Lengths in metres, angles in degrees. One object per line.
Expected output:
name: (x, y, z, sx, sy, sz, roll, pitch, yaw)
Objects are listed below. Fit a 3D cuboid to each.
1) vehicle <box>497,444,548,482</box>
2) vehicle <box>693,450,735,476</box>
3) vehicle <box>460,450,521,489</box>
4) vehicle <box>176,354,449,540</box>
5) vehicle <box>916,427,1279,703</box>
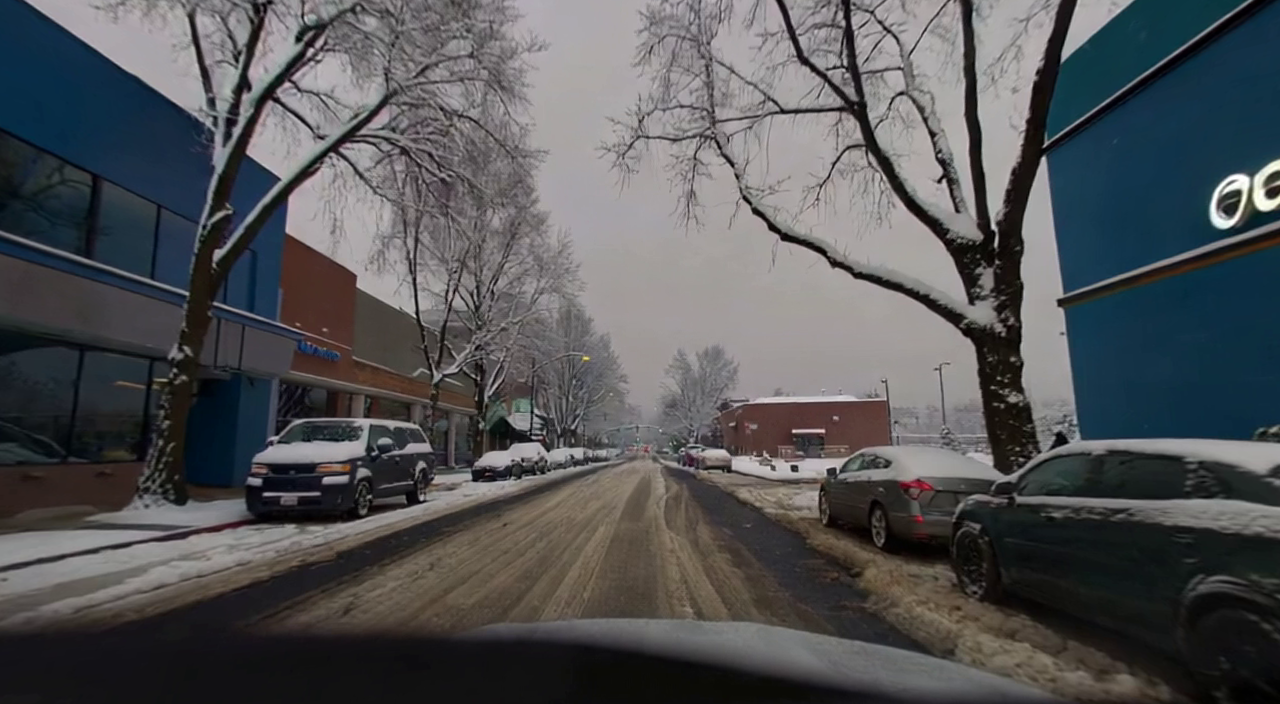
vehicle: (-6.682, 6.341, 36.310, 2.238, 1.891, 4.780, -1, -7, -2)
vehicle: (4.481, 6.776, 38.788, 1.973, 1.494, 4.867, 0, -9, 0)
vehicle: (-6.835, 5.369, 29.230, 1.917, 1.487, 4.659, -2, -8, -3)
vehicle: (-6.898, 2.167, 14.604, 2.851, 3.375, 6.057, 0, -8, 2)
vehicle: (3.831, 1.249, 3.760, 2.065, 1.520, 4.853, 0, -9, -1)
